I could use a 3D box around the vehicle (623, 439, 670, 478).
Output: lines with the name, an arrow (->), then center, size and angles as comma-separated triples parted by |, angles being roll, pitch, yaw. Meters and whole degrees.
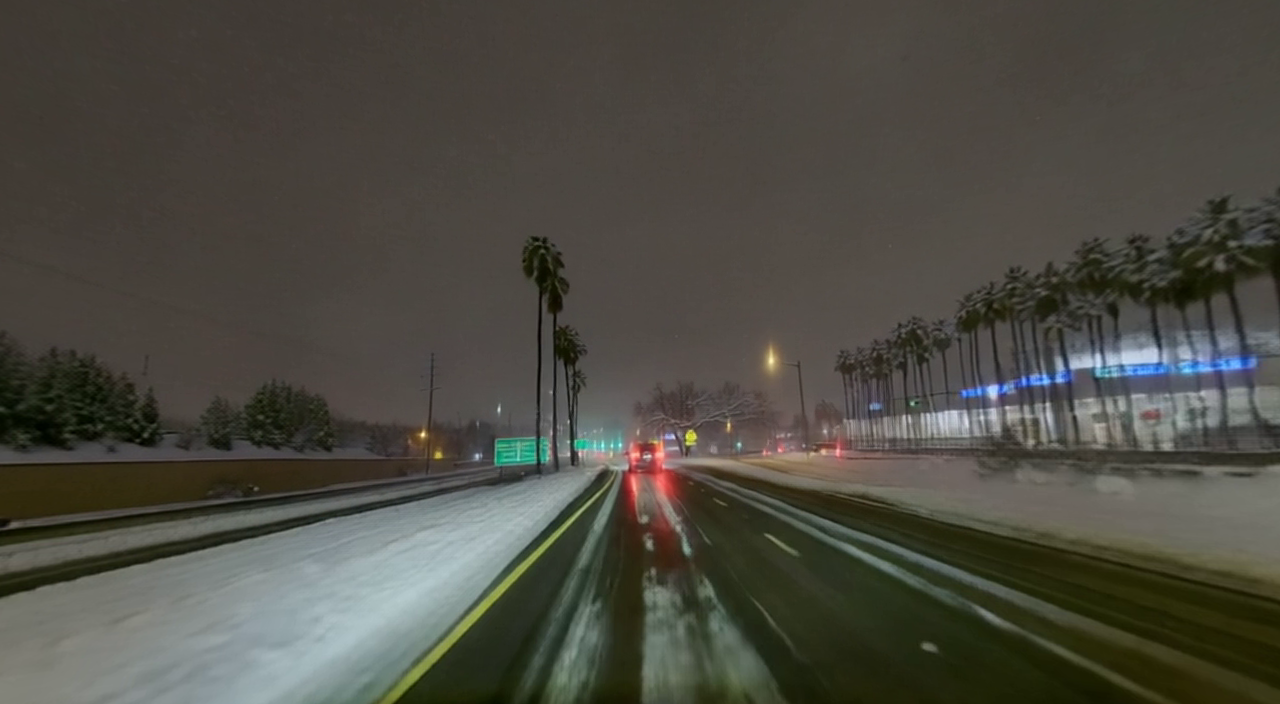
vehicle -> 0.250, 5.124, 30.404 | 2.089, 1.718, 4.193 | 0, -9, -1
